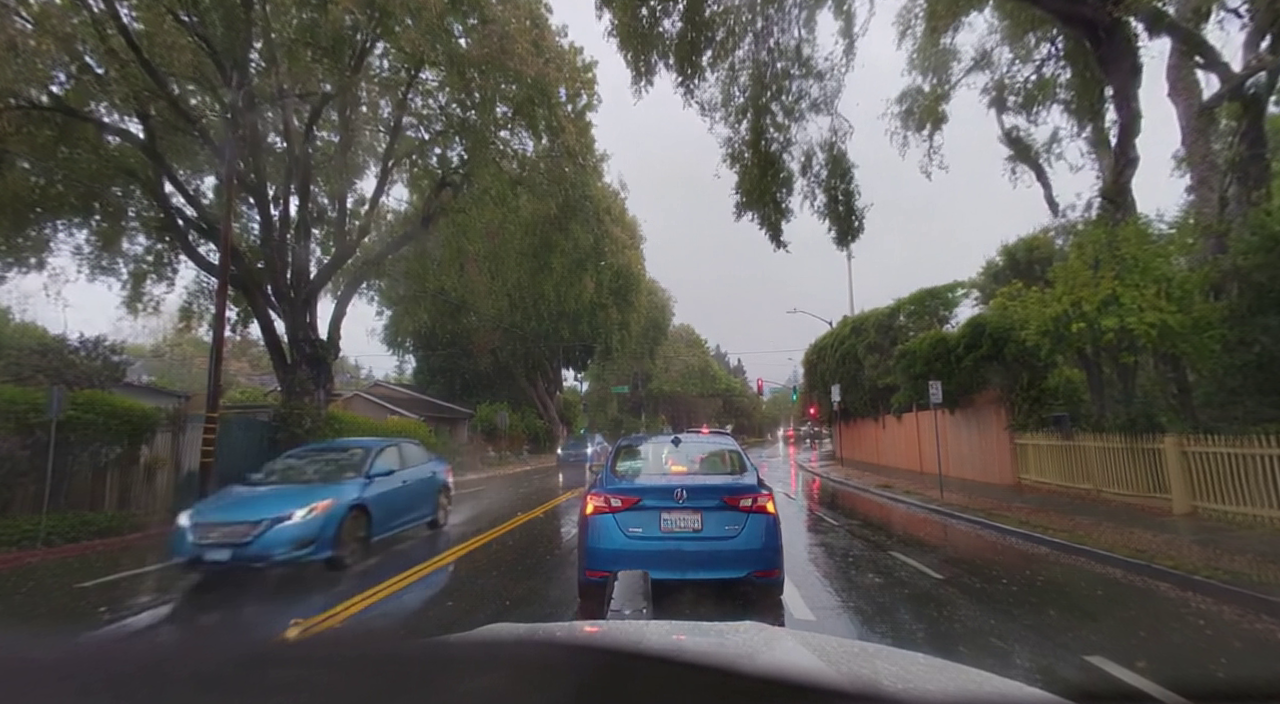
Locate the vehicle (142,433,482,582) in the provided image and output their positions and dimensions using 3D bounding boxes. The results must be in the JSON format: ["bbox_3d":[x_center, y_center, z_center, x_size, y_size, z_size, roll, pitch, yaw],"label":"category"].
[{"bbox_3d":[-3.910,1.898,8.677,2.060,1.479,4.462,0,-8,4],"label":"vehicle"}]

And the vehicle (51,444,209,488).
[{"bbox_3d":[-18.105,4.032,22.484,4.069,1.445,2.063,-2,-9,8],"label":"vehicle"}]

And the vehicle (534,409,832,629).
[{"bbox_3d":[0.340,1.455,6.442,2.070,1.516,3.936,0,-8,1],"label":"vehicle"}]
